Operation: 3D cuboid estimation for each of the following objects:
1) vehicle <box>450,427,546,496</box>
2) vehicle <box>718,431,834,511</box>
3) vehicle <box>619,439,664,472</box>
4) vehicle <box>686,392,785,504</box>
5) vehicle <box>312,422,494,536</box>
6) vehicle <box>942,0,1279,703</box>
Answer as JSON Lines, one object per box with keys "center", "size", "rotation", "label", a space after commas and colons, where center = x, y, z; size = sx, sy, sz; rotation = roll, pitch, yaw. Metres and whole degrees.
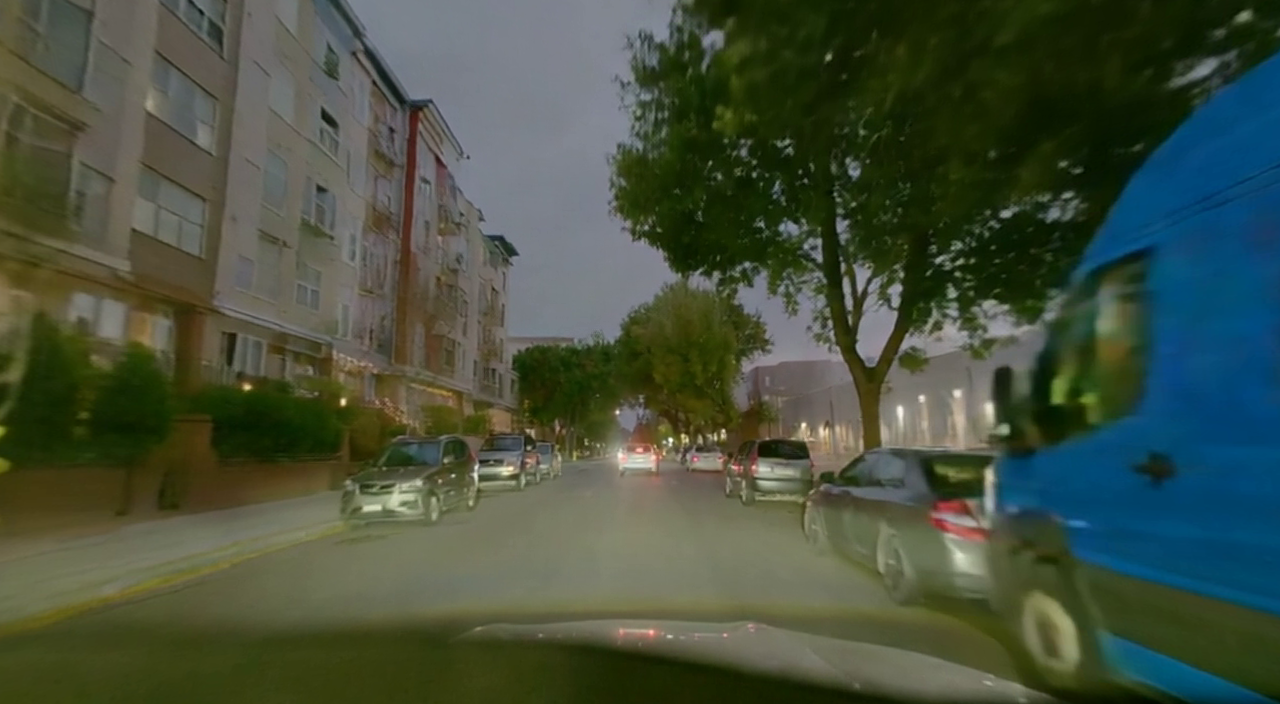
{"center": [-4.540, 3.502, 20.845], "size": [2.022, 1.721, 4.355], "rotation": [1, -3, 2], "label": "vehicle"}
{"center": [3.086, 2.756, 15.184], "size": [1.901, 1.649, 4.118], "rotation": [0, -8, 0], "label": "vehicle"}
{"center": [0.126, 5.029, 30.828], "size": [2.095, 1.510, 3.605], "rotation": [0, -8, 2], "label": "vehicle"}
{"center": [2.922, 2.912, 21.008], "size": [2.489, 3.082, 6.627], "rotation": [1, -4, 2], "label": "vehicle"}
{"center": [-4.303, 2.280, 12.222], "size": [1.951, 1.662, 4.046], "rotation": [1, -4, 0], "label": "vehicle"}
{"center": [3.048, 0.201, 0.967], "size": [2.245, 2.843, 5.762], "rotation": [0, -8, 0], "label": "vehicle"}
